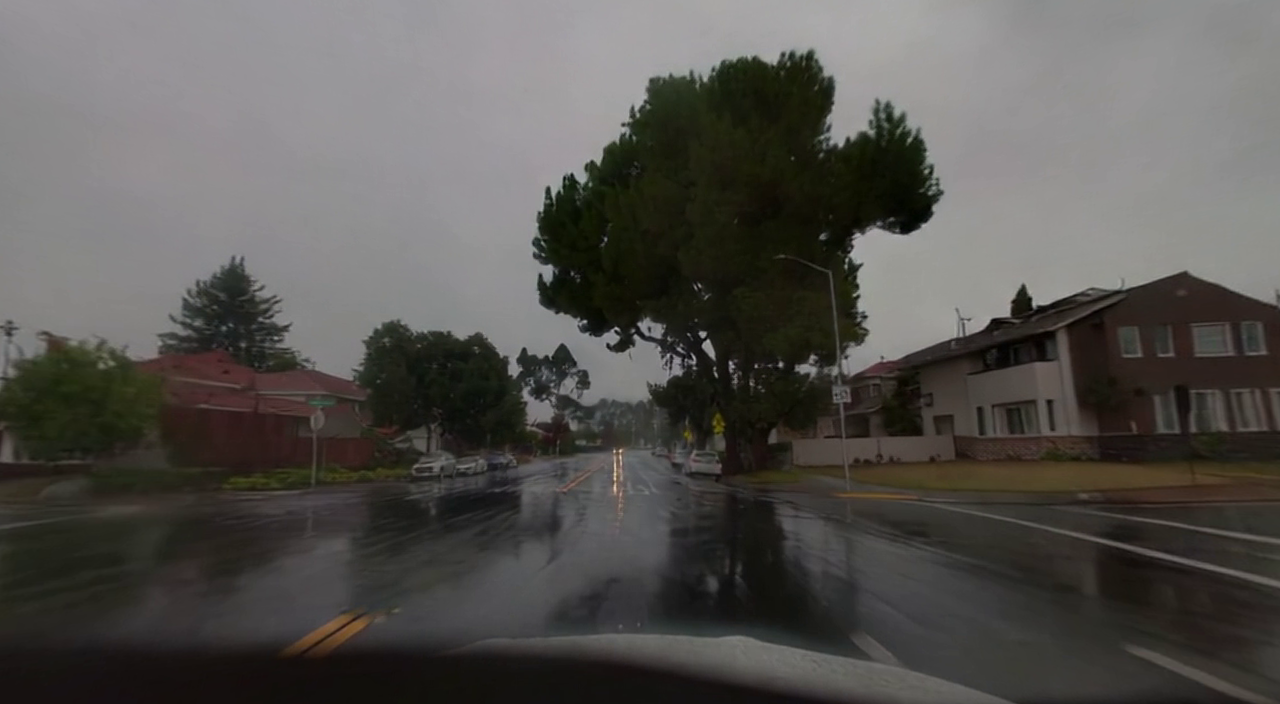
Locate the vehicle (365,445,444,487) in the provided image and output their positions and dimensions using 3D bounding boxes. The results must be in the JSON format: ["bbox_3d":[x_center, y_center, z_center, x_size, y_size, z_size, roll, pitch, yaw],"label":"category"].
[{"bbox_3d":[-12.184,5.917,33.176,2.199,1.988,5.454,0,-9,-2],"label":"vehicle"}]

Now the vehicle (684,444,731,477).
[{"bbox_3d":[3.789,6.192,36.309,2.027,1.751,4.433,0,-9,-2],"label":"vehicle"}]

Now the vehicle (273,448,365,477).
[{"bbox_3d":[-19.453,6.690,38.416,4.450,1.677,2.027,0,-9,-3],"label":"vehicle"}]
